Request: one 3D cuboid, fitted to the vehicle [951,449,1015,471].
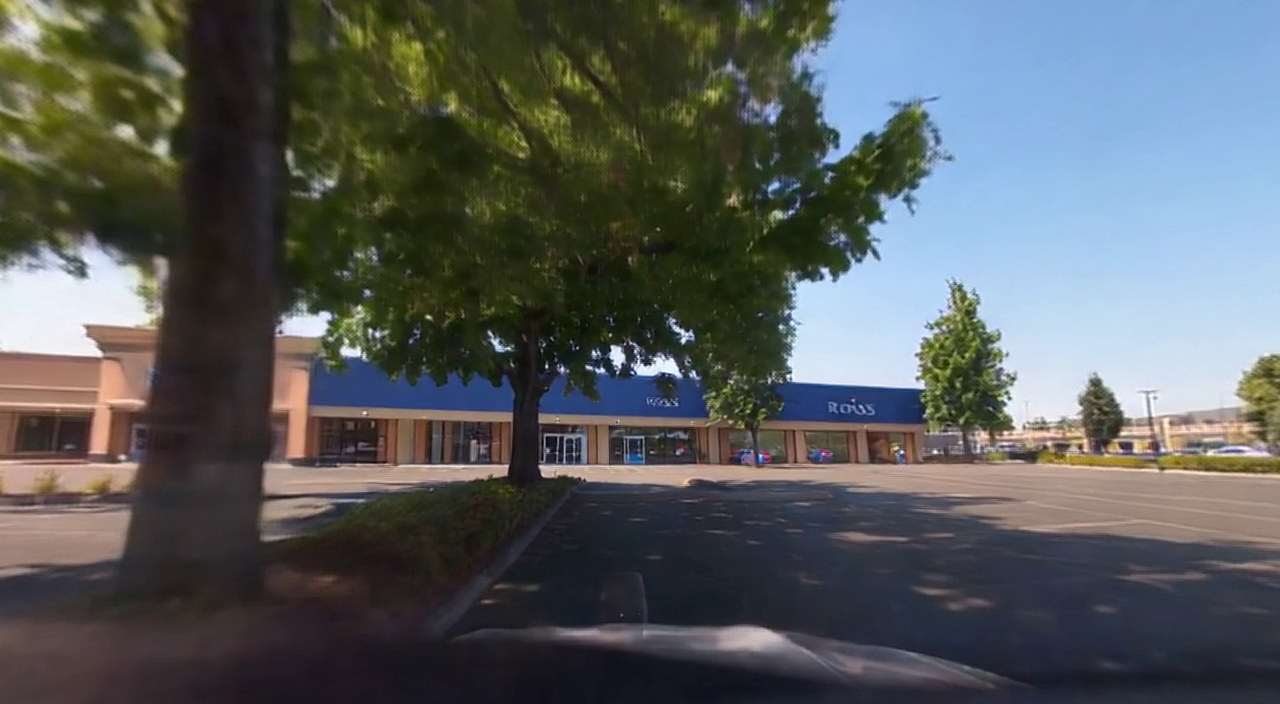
[{"bbox_3d":[26.342,8.296,48.694,1.845,1.463,4.399,1,-8,-12],"label":"vehicle"}]
